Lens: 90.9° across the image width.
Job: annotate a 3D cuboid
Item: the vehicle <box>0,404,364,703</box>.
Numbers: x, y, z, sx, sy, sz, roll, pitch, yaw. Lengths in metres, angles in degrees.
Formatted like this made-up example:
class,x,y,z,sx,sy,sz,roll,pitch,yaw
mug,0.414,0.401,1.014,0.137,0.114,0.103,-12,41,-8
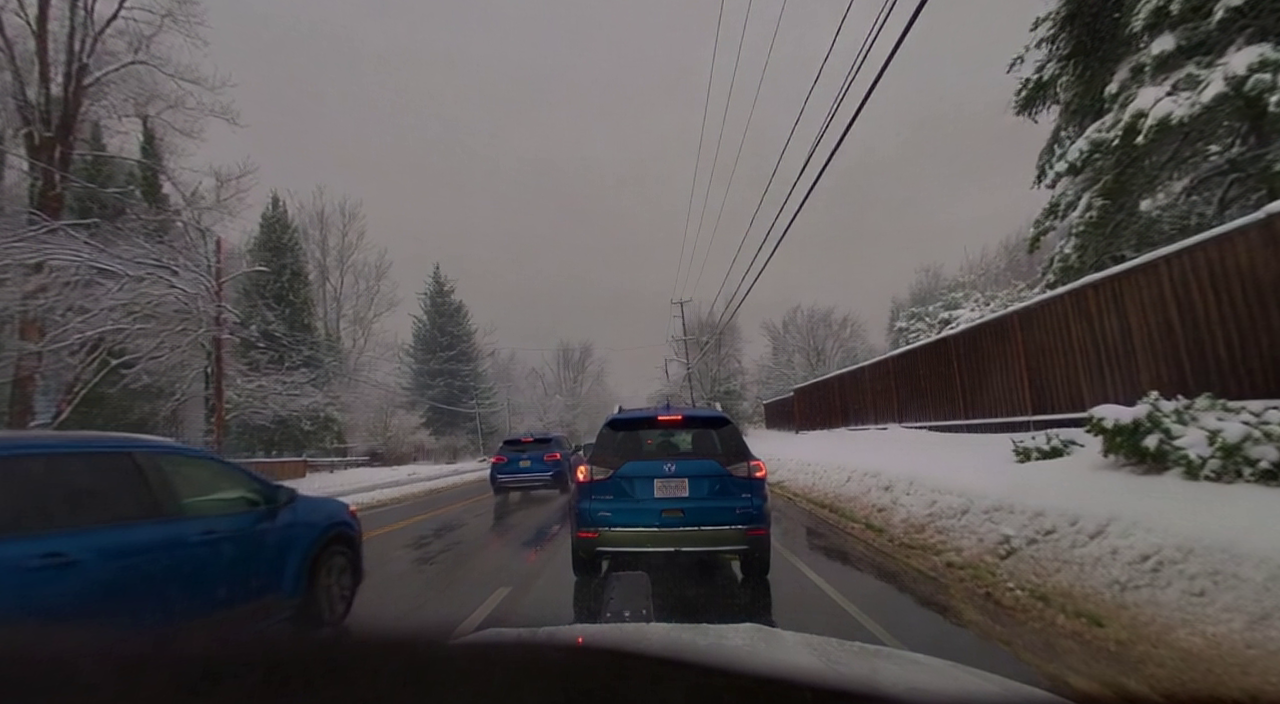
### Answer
class,x,y,z,sx,sy,sz,roll,pitch,yaw
vehicle,-3.141,1.023,2.755,1.979,1.489,4.006,0,-9,1

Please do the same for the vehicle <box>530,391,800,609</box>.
class,x,y,z,sx,sy,sz,roll,pitch,yaw
vehicle,0.205,1.505,7.223,2.174,1.749,4.113,0,-9,0
